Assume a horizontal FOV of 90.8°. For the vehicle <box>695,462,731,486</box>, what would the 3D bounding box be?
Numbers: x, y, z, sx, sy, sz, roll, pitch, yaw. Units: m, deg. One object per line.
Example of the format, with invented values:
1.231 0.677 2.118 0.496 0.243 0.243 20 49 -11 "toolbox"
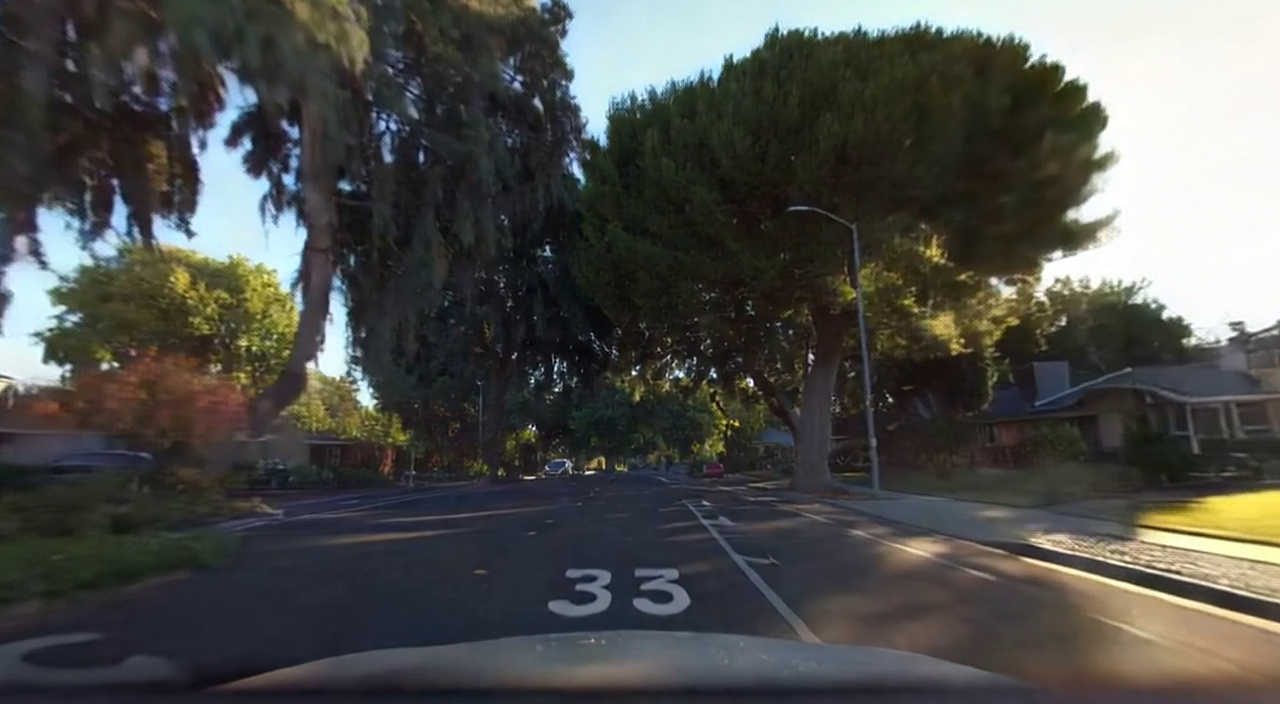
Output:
5.130 8.652 44.913 1.904 1.475 4.386 0 -9 -1 "vehicle"
